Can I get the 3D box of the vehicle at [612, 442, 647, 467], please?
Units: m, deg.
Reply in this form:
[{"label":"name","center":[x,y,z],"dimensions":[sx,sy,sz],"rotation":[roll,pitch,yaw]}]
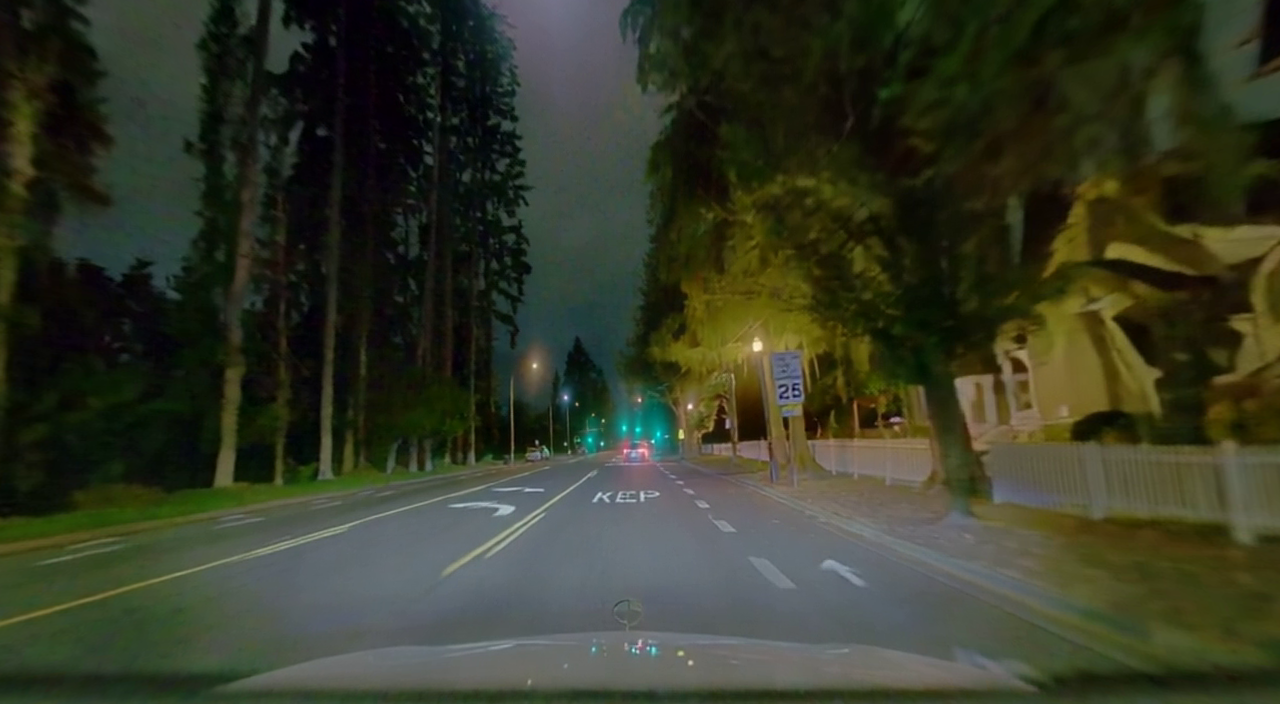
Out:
[{"label":"vehicle","center":[-0.678,6.579,40.626],"dimensions":[2.104,1.500,3.815],"rotation":[0,-9,-1]}]
